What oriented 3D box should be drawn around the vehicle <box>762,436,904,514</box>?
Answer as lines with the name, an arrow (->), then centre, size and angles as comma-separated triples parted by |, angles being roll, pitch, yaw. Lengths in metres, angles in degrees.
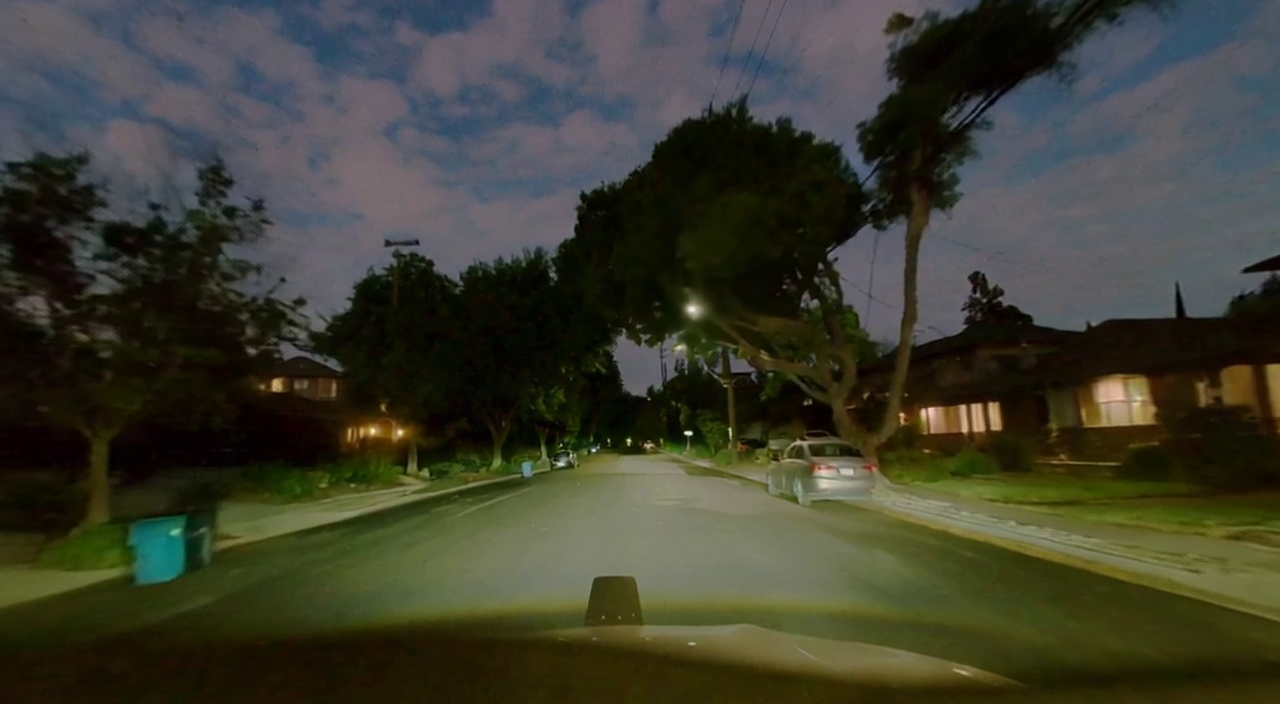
vehicle -> 4.218, 2.747, 14.598 | 2.011, 1.521, 4.292 | -1, -9, 1

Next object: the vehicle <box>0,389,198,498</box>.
vehicle -> -16.437, 2.639, 17.710 | 6.381, 2.645, 2.703 | -4, -9, 10
